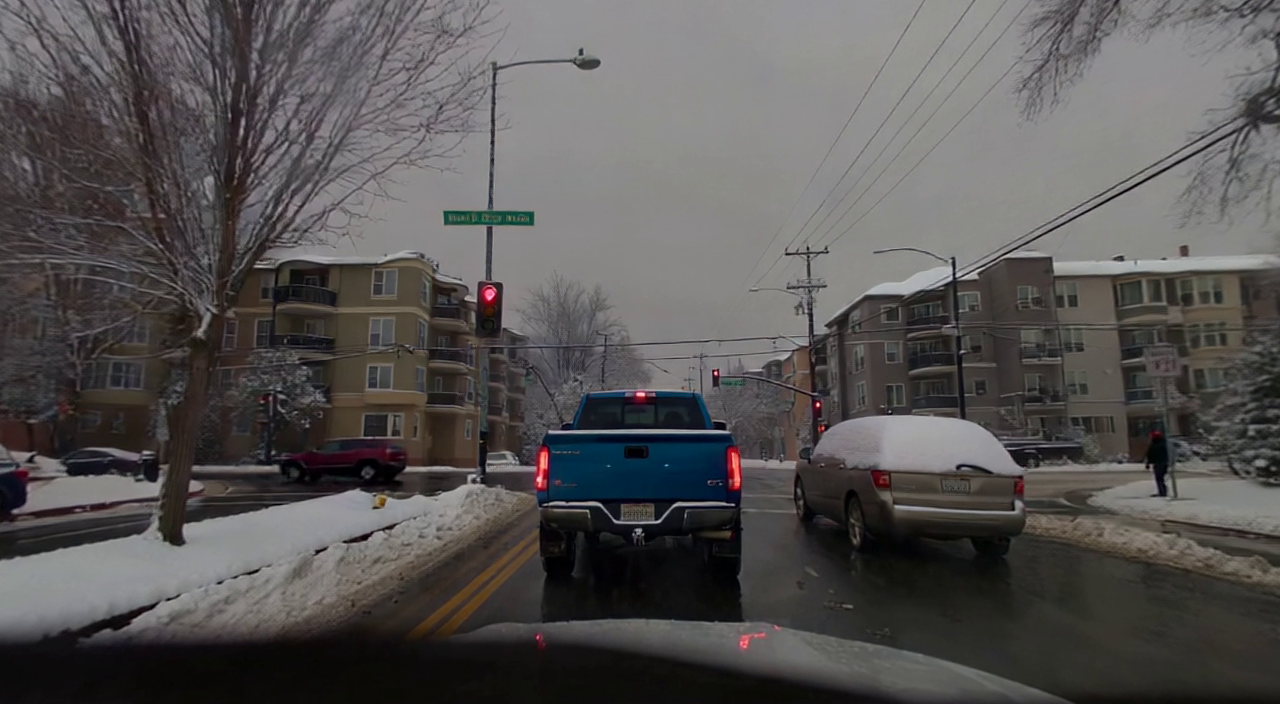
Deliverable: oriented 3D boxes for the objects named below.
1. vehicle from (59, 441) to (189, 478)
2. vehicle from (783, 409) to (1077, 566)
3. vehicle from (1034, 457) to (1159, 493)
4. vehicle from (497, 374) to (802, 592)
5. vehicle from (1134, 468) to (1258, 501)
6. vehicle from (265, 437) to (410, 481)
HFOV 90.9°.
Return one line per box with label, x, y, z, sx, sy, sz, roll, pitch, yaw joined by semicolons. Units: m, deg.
vehicle;-24.848;5.156;30.458;4.563;1.692;1.778;0;-8;-2
vehicle;3.842;1.883;9.584;2.131;1.759;4.762;0;-8;-1
vehicle;21.740;5.860;30.164;4.498;1.618;1.843;0;-9;0
vehicle;0.112;1.557;8.308;2.738;1.959;5.070;0;-8;1
vehicle;26.372;6.283;30.008;4.071;1.388;1.884;0;-8;1
vehicle;-12.640;4.493;26.589;5.043;1.766;1.980;0;-8;-1
